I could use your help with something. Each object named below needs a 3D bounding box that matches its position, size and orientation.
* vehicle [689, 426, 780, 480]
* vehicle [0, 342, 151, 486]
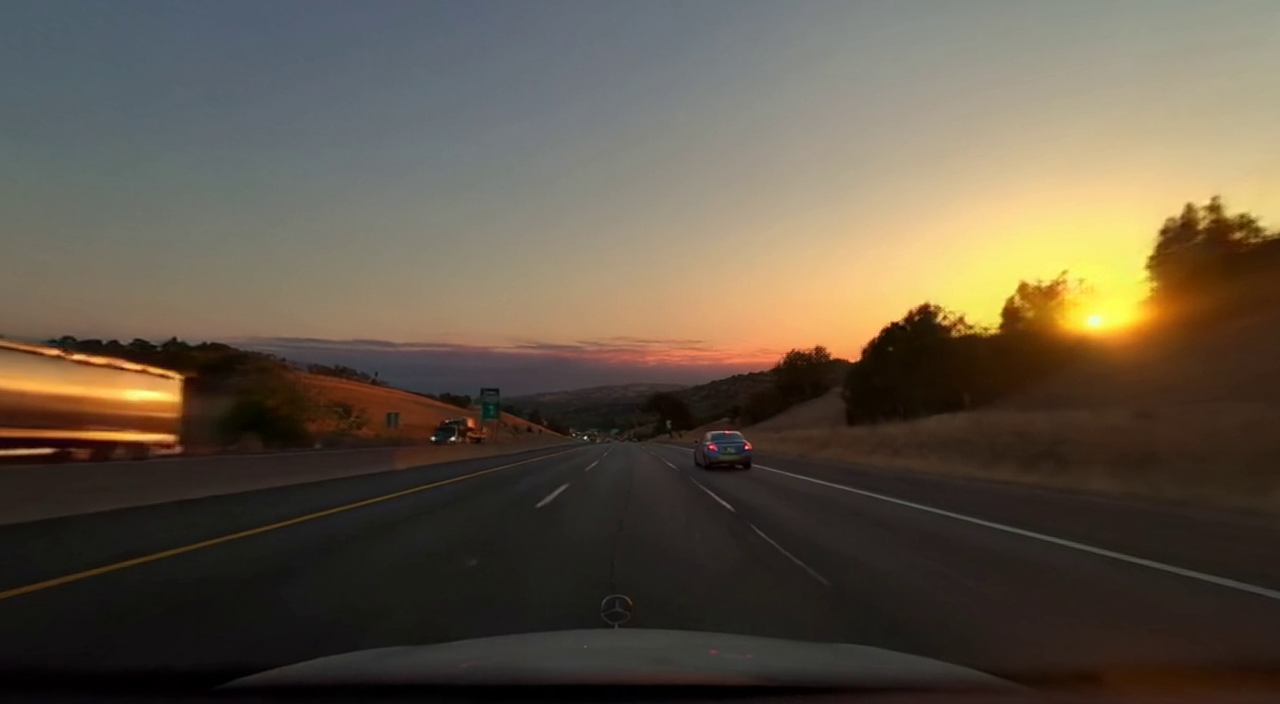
[{"bbox_3d":[3.096,3.426,21.634,2.349,1.651,4.161,0,-8,-2],"label":"vehicle"},{"bbox_3d":[-19.572,1.957,19.081,2.876,4.042,8.257,0,-8,-1],"label":"vehicle"}]
